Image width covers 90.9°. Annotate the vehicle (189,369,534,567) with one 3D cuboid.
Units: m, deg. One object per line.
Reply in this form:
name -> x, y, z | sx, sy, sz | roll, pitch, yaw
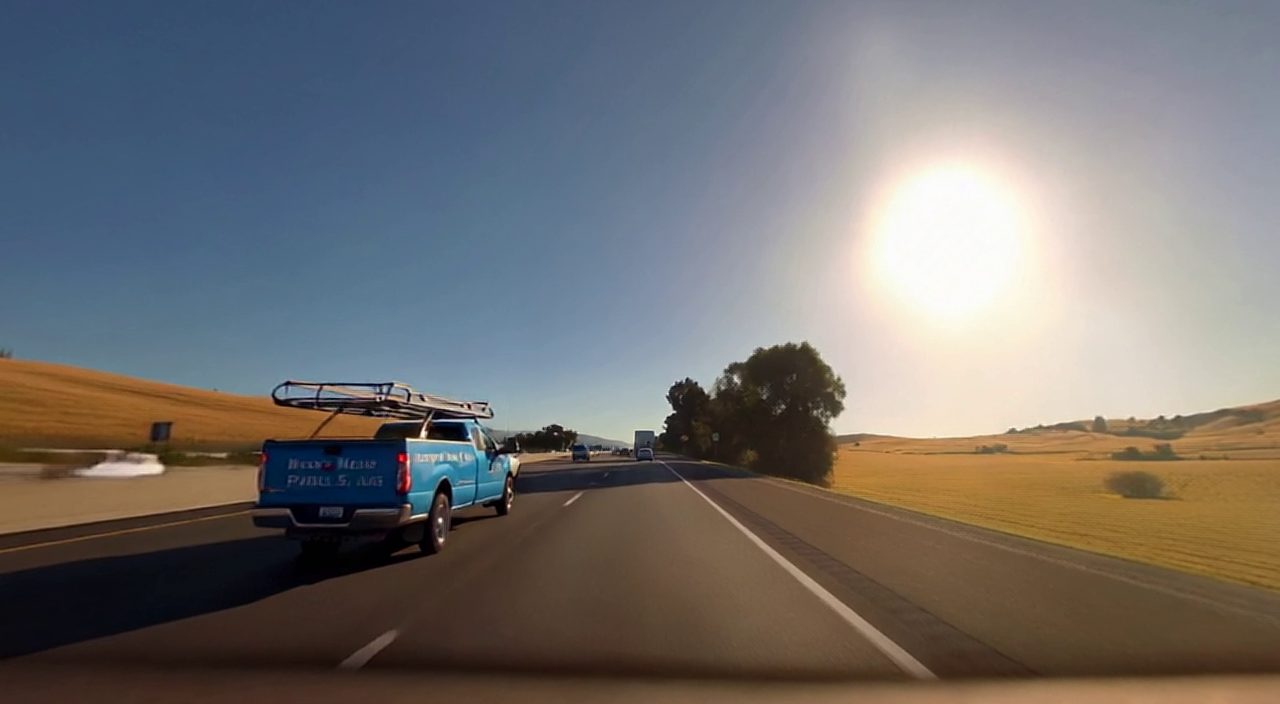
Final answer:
vehicle -> -3.859, 1.864, 10.894 | 2.791, 2.330, 6.725 | 0, -8, 1
